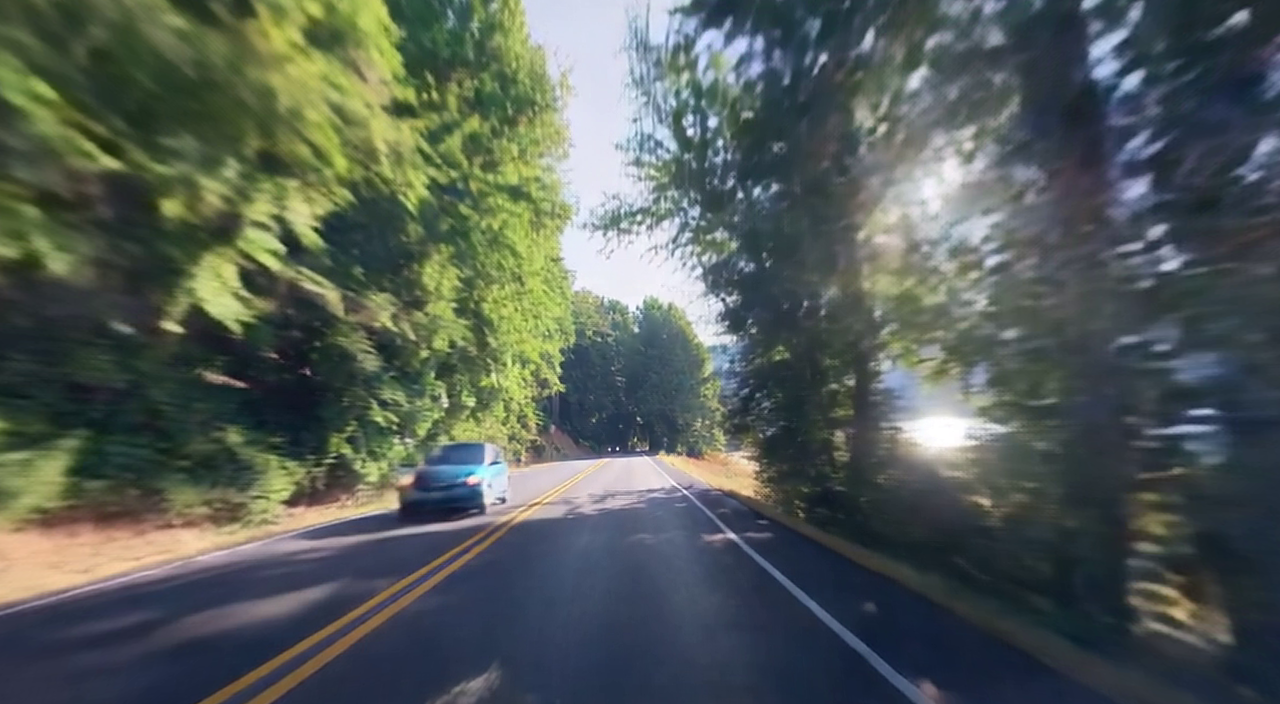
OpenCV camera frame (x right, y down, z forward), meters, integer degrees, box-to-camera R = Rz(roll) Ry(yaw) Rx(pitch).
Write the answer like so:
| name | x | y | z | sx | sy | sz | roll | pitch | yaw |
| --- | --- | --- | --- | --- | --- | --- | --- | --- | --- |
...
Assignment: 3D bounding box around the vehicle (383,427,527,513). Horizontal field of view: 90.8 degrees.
| name | x | y | z | sx | sy | sz | roll | pitch | yaw |
| --- | --- | --- | --- | --- | --- | --- | --- | --- | --- |
| vehicle | -4.376 | 2.876 | 15.876 | 2.228 | 1.834 | 4.621 | 0 | -9 | 0 |
